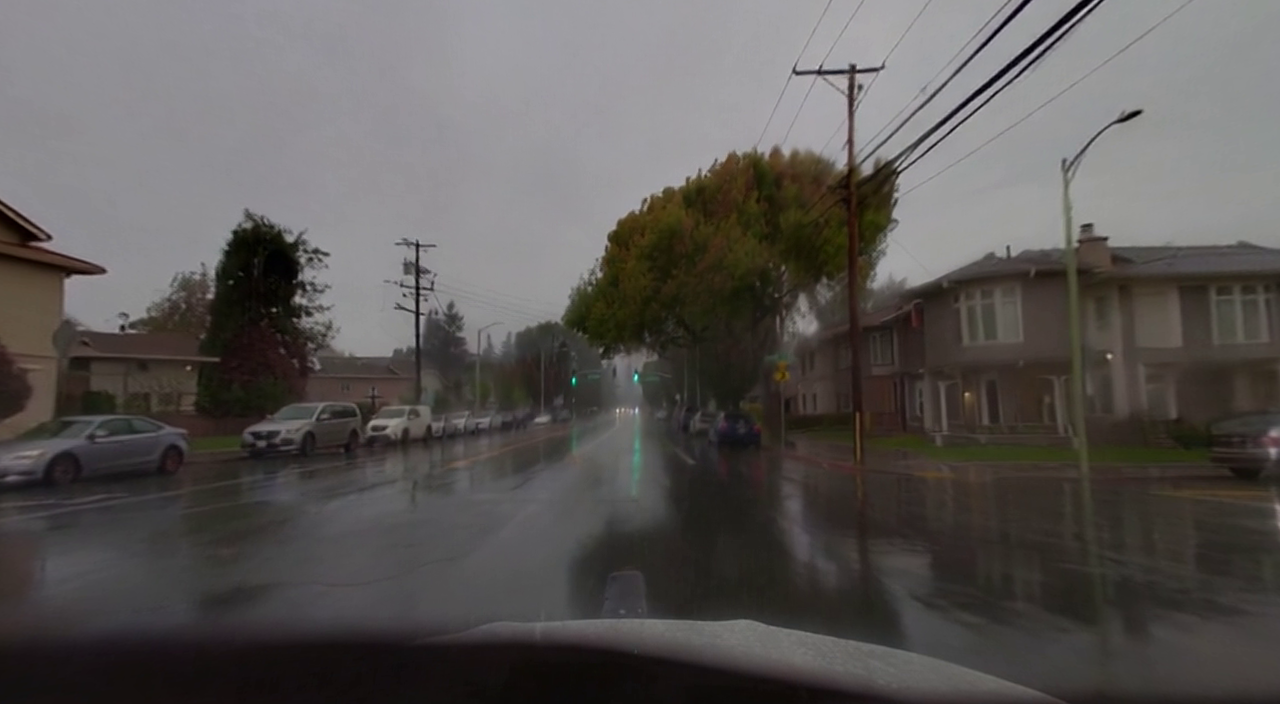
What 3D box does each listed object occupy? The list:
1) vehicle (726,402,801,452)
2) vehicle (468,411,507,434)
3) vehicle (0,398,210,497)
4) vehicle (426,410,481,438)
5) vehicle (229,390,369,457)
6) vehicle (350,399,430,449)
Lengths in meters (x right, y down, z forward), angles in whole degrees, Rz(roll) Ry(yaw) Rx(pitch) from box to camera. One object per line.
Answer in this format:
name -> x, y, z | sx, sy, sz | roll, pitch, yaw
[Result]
vehicle -> 4.397, 2.798, 23.098 | 1.867, 1.680, 4.176 | 0, -8, 0
vehicle -> -11.359, 5.302, 47.289 | 1.903, 1.535, 4.342 | 0, -8, -1
vehicle -> -11.049, 1.842, 12.285 | 2.082, 1.540, 4.654 | 0, -8, 0
vehicle -> -11.085, 4.346, 37.897 | 2.051, 1.520, 4.374 | 0, -8, -2
vehicle -> -11.125, 2.457, 21.121 | 2.056, 1.980, 4.763 | 0, -8, -1
vehicle -> -11.334, 3.279, 28.998 | 1.926, 1.998, 4.447 | -4, -6, -1
